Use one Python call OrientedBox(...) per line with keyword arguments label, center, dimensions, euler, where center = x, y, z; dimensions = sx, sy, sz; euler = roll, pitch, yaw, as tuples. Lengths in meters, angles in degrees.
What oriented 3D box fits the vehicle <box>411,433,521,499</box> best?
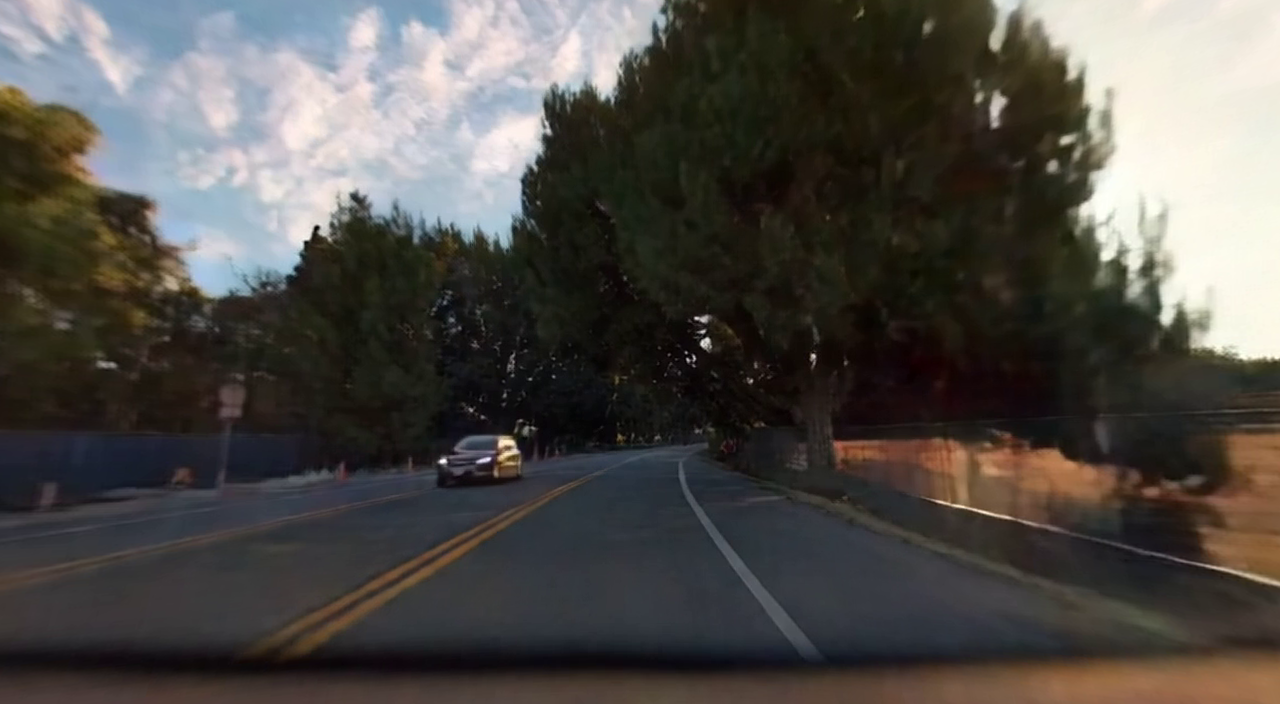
OrientedBox(label="vehicle", center=(-4.466, 2.967, 16.829), dimensions=(1.737, 1.525, 3.760), euler=(0, -8, 2))
